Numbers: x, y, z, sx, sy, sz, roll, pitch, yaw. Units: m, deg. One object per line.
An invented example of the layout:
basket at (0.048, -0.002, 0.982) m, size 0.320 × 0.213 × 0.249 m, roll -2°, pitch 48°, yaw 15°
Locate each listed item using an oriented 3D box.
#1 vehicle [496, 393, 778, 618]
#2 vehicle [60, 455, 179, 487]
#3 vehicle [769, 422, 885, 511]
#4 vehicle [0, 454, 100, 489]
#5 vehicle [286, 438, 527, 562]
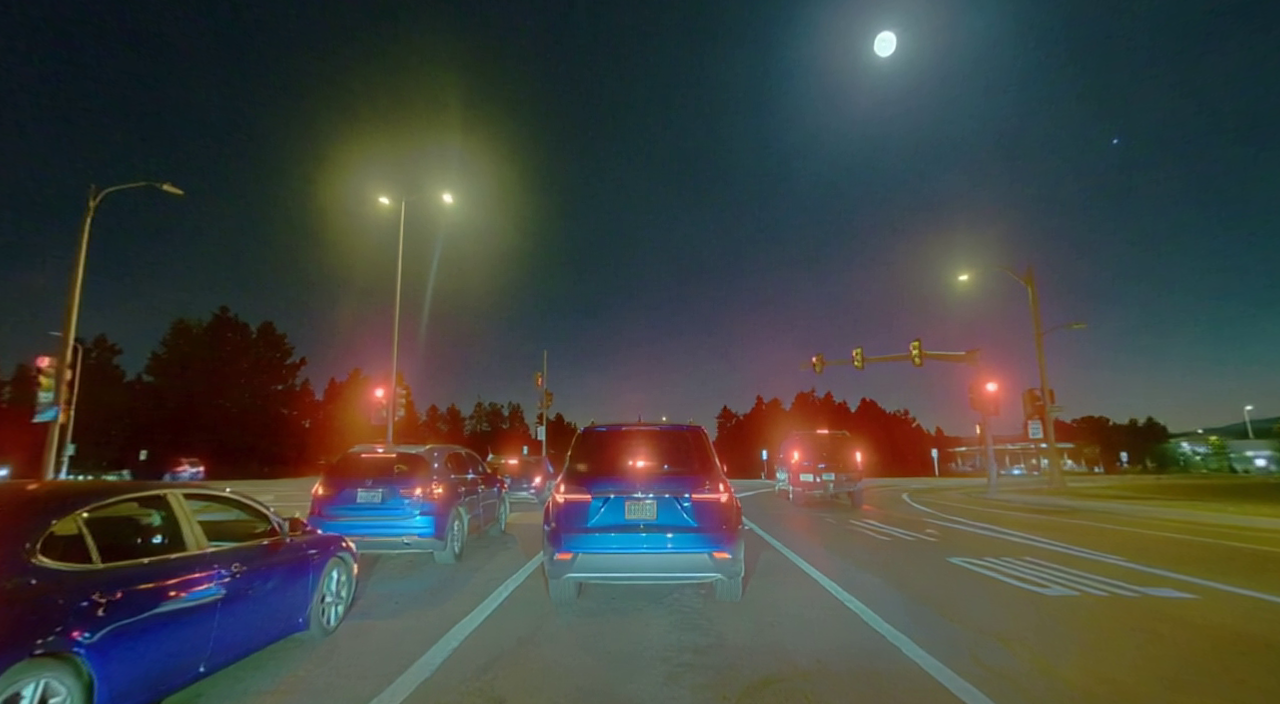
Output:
vehicle at (-0.024, 1.521, 7.167) m, size 2.203 × 1.757 × 4.286 m, roll 0°, pitch -8°, yaw 0°
vehicle at (-25.976, 5.946, 31.594) m, size 4.140 × 1.444 × 1.742 m, roll 2°, pitch -9°, yaw -15°
vehicle at (4.817, 2.998, 16.919) m, size 2.084 × 2.053 × 4.073 m, roll -1°, pitch -8°, yaw 4°
vehicle at (-27.043, 5.274, 27.955) m, size 4.198 × 1.444 × 1.765 m, roll 2°, pitch -9°, yaw -15°
vehicle at (-3.185, 2.091, 9.756) m, size 1.913 × 1.453 × 4.413 m, roll 0°, pitch -8°, yaw 2°
